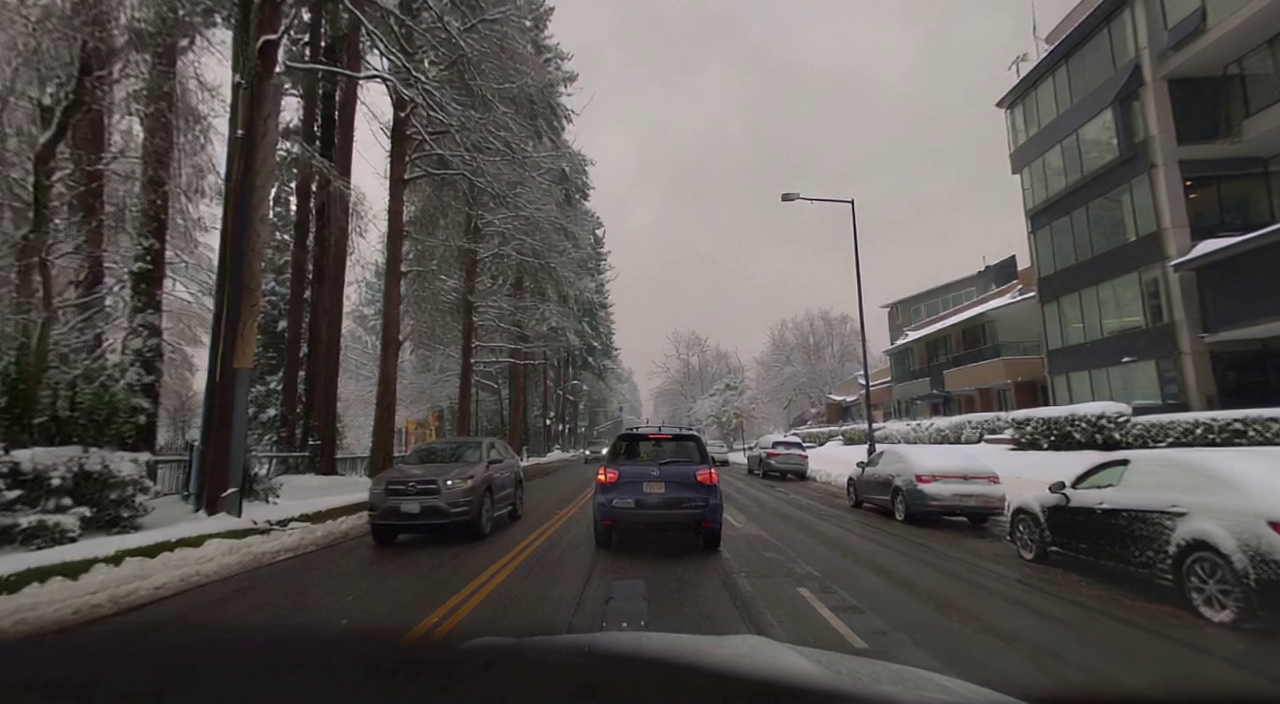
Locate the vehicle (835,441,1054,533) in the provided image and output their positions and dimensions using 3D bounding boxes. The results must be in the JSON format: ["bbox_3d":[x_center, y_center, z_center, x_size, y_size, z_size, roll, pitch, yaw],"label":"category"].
[{"bbox_3d":[5.672,2.542,12.619,1.852,1.452,4.852,0,-9,-1],"label":"vehicle"}]

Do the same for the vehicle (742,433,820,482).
[{"bbox_3d":[5.649,4.289,25.854,2.059,1.813,4.637,0,-9,-1],"label":"vehicle"}]

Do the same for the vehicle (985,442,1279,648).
[{"bbox_3d":[5.544,1.623,6.076,1.809,1.478,4.623,0,-9,0],"label":"vehicle"}]

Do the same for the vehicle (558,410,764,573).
[{"bbox_3d":[0.221,1.727,8.488,2.105,1.653,3.887,0,-9,0],"label":"vehicle"}]

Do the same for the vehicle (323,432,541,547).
[{"bbox_3d":[-3.182,2.203,10.850,2.090,1.532,4.529,0,-9,2],"label":"vehicle"}]
